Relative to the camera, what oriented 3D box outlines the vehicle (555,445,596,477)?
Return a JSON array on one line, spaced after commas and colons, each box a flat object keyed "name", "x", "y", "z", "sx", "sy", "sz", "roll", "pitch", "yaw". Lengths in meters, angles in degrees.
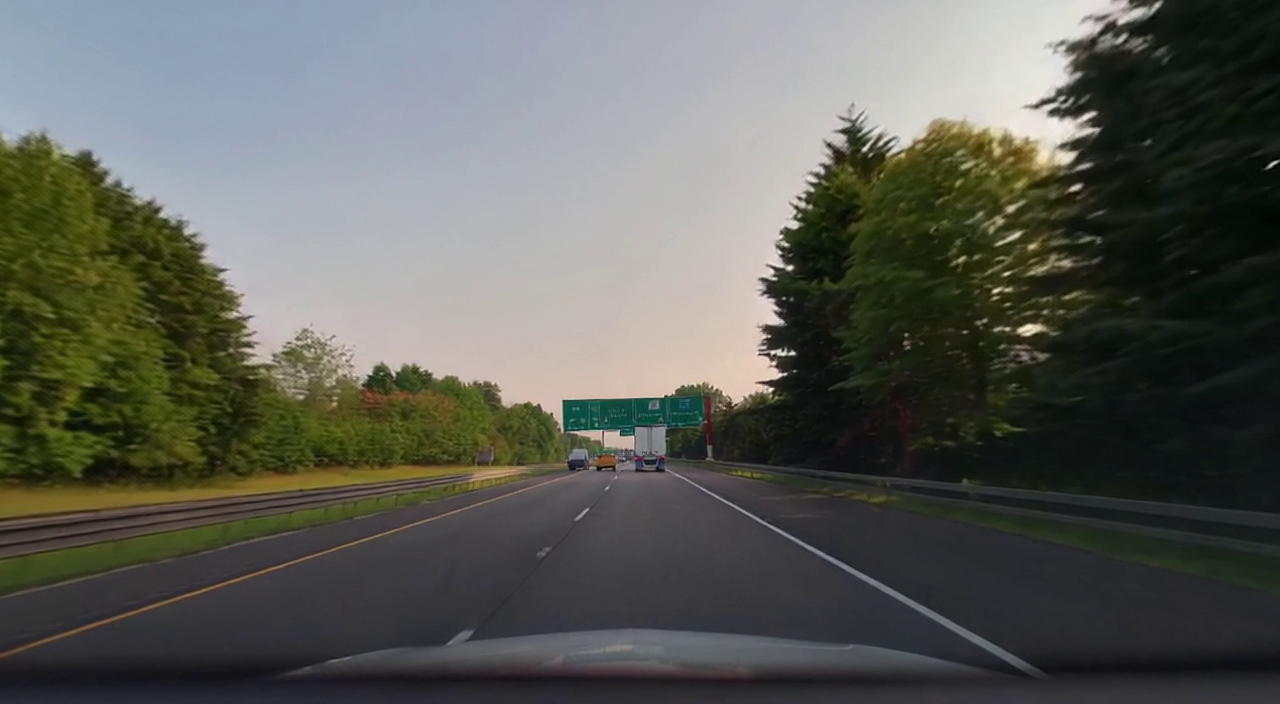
[{"name": "vehicle", "x": -4.207, "y": 7.184, "z": 41.823, "sx": 2.168, "sy": 1.980, "sz": 4.622, "roll": 0, "pitch": -9, "yaw": 0}]
